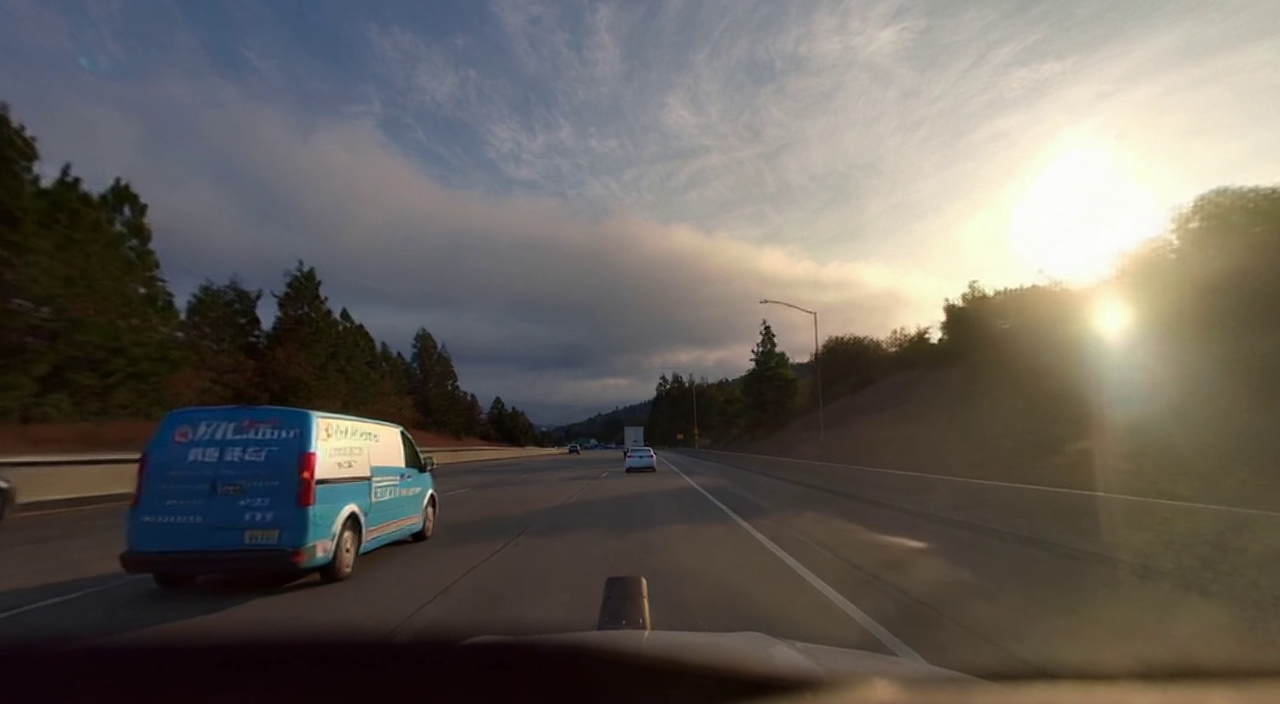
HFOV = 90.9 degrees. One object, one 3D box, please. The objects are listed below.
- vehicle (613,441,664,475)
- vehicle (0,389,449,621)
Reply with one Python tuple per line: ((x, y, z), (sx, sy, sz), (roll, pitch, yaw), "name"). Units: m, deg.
((-0.059, 5.006, 29.946), (2.238, 1.479, 3.672), (0, -9, 0), "vehicle")
((-4.216, 1.618, 7.693), (2.174, 1.862, 5.012), (0, -9, 0), "vehicle")
